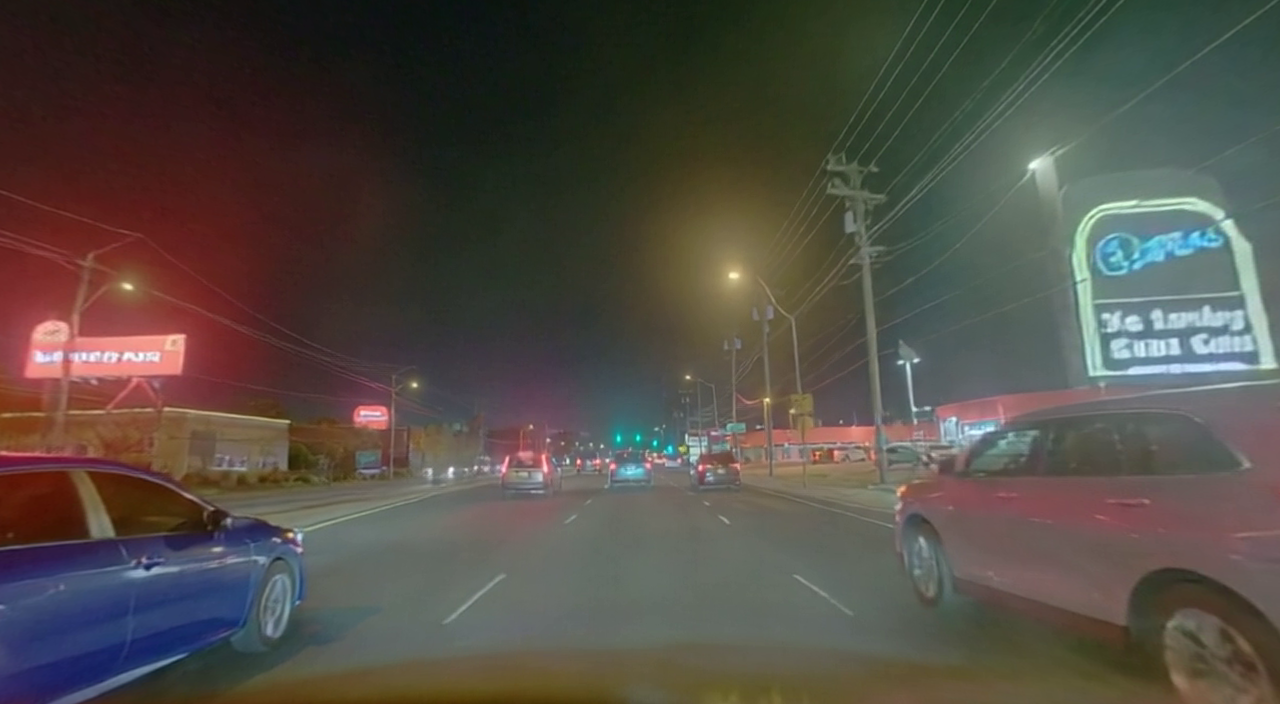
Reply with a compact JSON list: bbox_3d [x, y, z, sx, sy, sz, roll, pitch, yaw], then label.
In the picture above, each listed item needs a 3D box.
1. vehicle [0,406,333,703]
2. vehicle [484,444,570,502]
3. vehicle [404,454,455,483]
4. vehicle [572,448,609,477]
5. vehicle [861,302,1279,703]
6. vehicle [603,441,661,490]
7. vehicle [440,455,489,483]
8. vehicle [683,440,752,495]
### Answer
[{"bbox_3d":[-3.255,0.970,2.342,2.022,1.498,4.471,0,-8,-1],"label":"vehicle"},{"bbox_3d":[-3.514,3.822,20.423,2.051,1.671,3.861,0,-8,0],"label":"vehicle"},{"bbox_3d":[-15.188,8.400,45.912,2.086,1.870,4.979,0,-8,-2],"label":"vehicle"},{"bbox_3d":[-3.631,8.224,47.401,2.405,2.009,5.909,0,-8,-1],"label":"vehicle"},{"bbox_3d":[3.431,1.019,3.891,2.282,1.897,4.915,0,-9,-1],"label":"vehicle"},{"bbox_3d":[-0.387,4.855,27.495,2.326,1.925,4.253,0,-8,-1],"label":"vehicle"},{"bbox_3d":[-11.436,7.627,41.438,2.020,1.633,4.462,0,-8,-2],"label":"vehicle"},{"bbox_3d":[2.865,4.340,24.194,2.026,1.904,4.102,0,-8,-1],"label":"vehicle"}]
